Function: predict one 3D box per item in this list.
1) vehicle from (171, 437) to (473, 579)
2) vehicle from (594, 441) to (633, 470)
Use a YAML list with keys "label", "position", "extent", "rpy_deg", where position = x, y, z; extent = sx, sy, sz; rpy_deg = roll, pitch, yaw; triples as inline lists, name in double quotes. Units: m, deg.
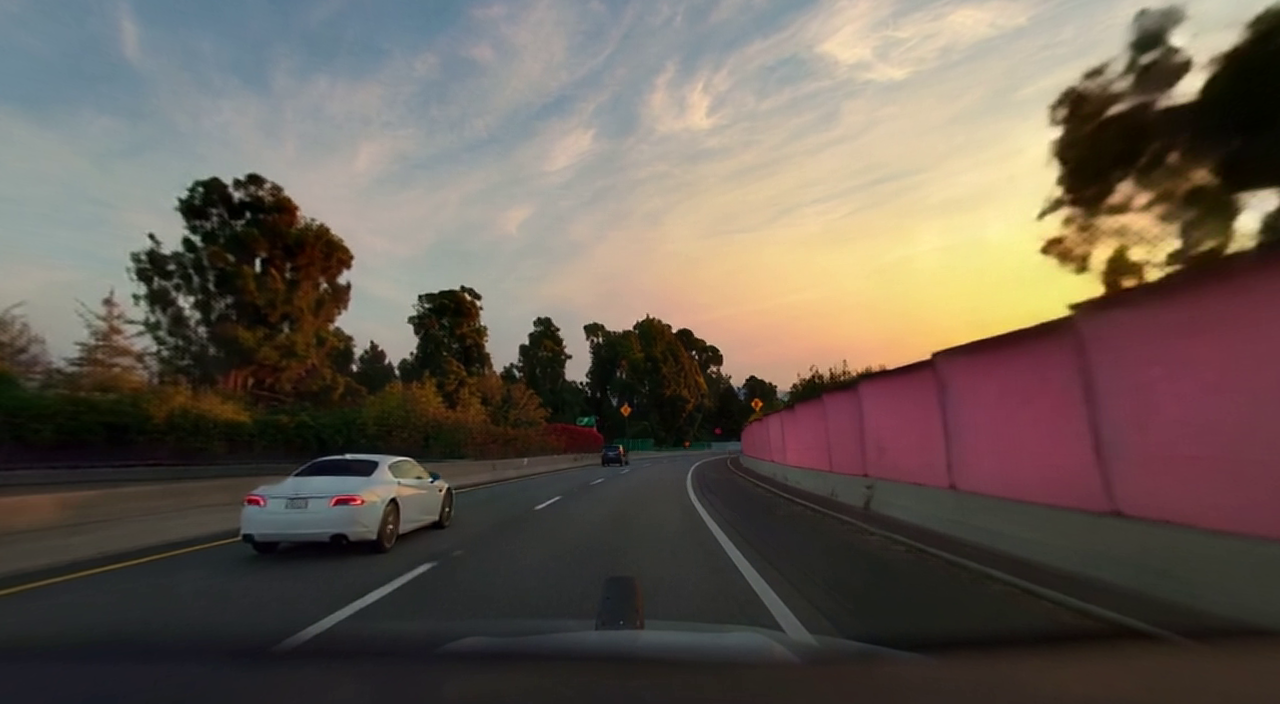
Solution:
- label: "vehicle"
  position: [-3.801, 1.924, 8.595]
  extent: [1.746, 1.405, 4.339]
  rpy_deg: [-1, -9, 2]
- label: "vehicle"
  position: [-1.597, 6.378, 38.927]
  extent: [1.833, 1.697, 3.984]
  rpy_deg: [-1, -9, 6]
